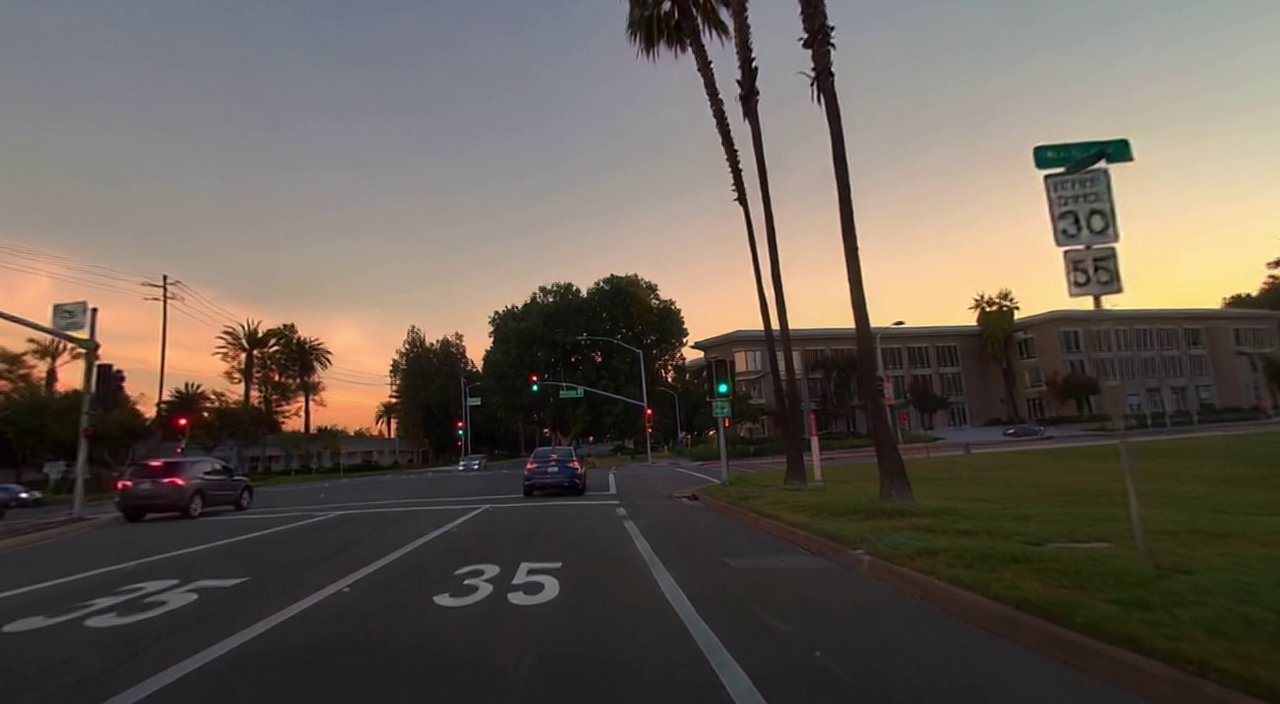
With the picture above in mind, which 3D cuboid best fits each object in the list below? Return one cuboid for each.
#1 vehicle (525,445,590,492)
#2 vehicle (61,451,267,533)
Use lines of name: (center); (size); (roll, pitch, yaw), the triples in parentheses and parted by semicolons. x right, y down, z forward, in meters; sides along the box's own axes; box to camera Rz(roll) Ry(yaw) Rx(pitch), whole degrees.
vehicle: (-2.851, 4.105, 22.618); (2.063, 1.474, 4.334); (0, -9, -5)
vehicle: (-12.307, 3.585, 16.875); (2.050, 1.811, 4.752); (0, -9, -5)
